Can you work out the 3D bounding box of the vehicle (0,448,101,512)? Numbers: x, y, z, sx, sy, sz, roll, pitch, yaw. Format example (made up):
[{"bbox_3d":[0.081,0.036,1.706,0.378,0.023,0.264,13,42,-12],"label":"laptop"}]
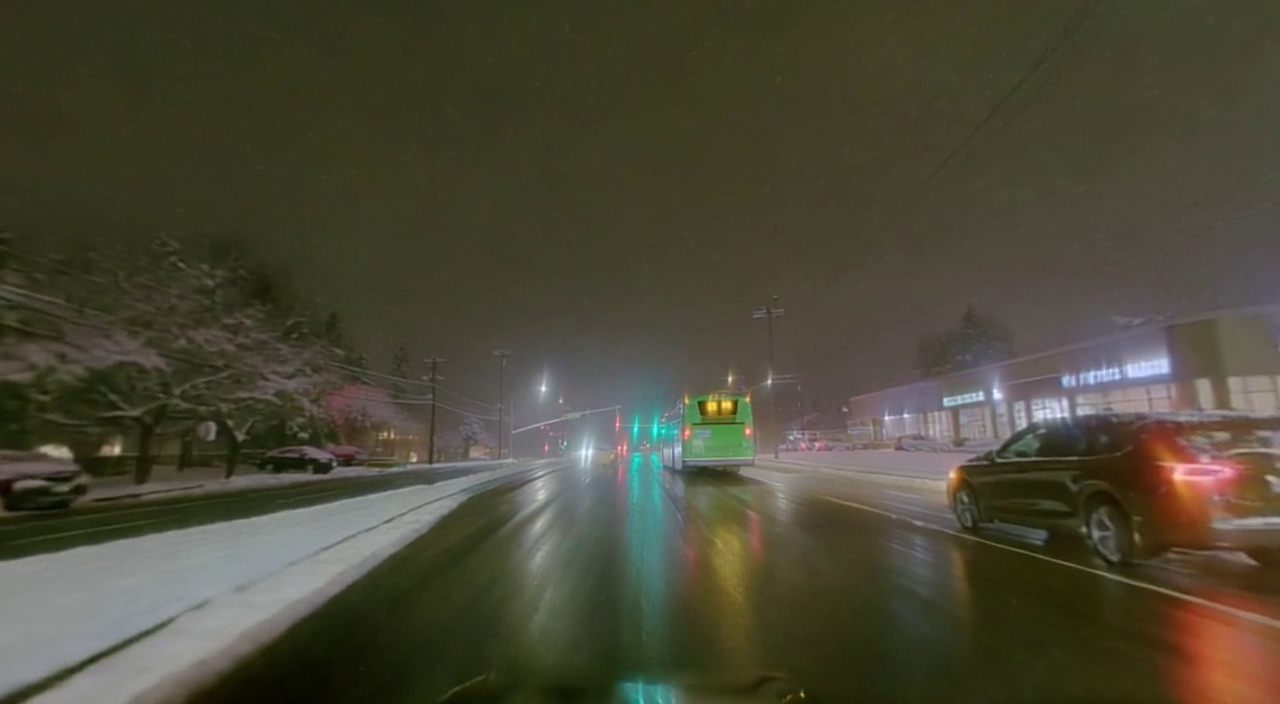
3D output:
[{"bbox_3d":[-19.128,3.729,18.253,2.277,1.764,5.283,-2,-8,0],"label":"vehicle"}]

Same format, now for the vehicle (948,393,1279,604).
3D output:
[{"bbox_3d":[6.029,1.564,7.671,2.129,1.754,4.668,0,-8,0],"label":"vehicle"}]

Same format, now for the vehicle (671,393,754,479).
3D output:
[{"bbox_3d":[3.018,3.900,28.960,2.766,3.306,9.281,0,-8,0],"label":"vehicle"}]

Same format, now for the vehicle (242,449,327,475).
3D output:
[{"bbox_3d":[-25.023,7.725,44.377,4.724,1.734,2.076,0,-8,1],"label":"vehicle"}]

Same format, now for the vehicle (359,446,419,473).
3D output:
[{"bbox_3d":[-19.230,8.221,48.510,2.123,1.905,5.972,-2,-9,1],"label":"vehicle"}]

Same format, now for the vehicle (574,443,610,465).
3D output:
[{"bbox_3d":[-3.273,7.082,43.738,2.211,1.416,4.179,0,-8,-1],"label":"vehicle"}]

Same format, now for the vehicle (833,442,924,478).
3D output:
[{"bbox_3d":[10.505,4.766,28.185,2.073,1.443,4.860,0,-8,-2],"label":"vehicle"}]
